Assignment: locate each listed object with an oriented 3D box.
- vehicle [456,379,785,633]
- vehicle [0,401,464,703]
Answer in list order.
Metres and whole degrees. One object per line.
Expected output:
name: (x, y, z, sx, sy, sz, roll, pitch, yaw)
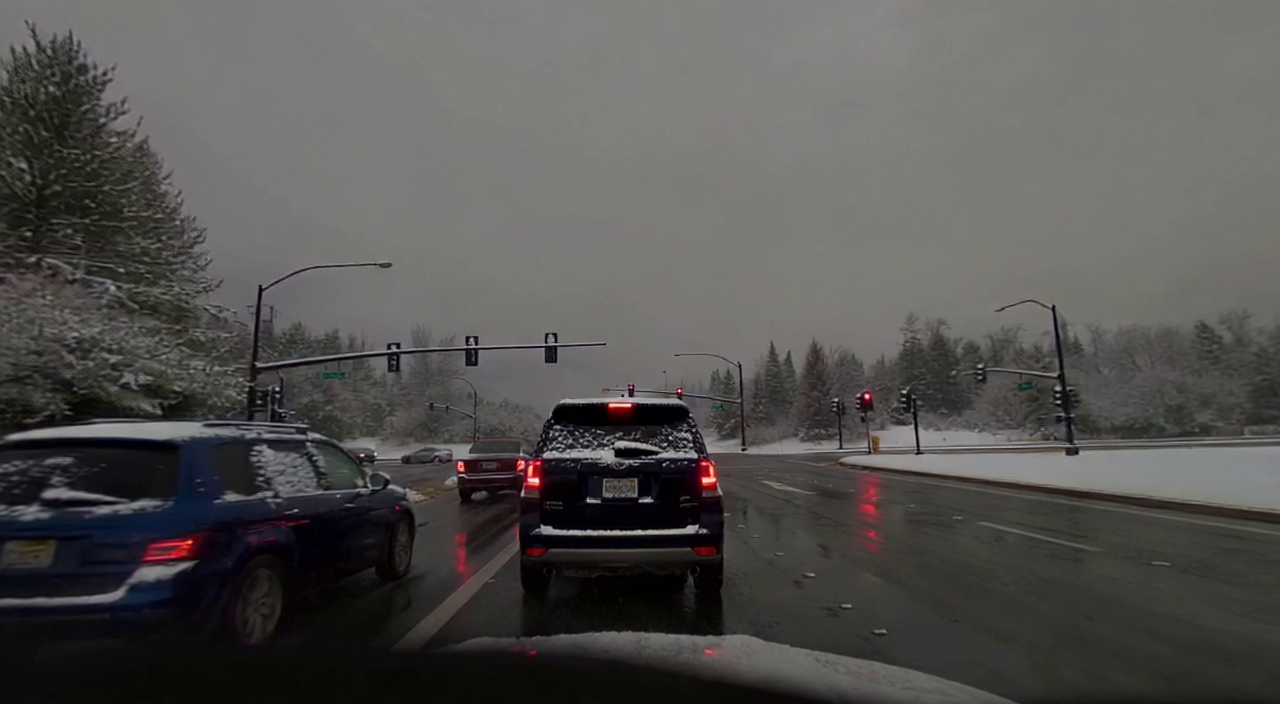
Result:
vehicle: (-0.166, 1.380, 6.573, 2.298, 1.770, 4.138, 0, -8, -1)
vehicle: (-3.308, 1.362, 5.552, 2.061, 1.504, 5.142, 0, -8, 0)
